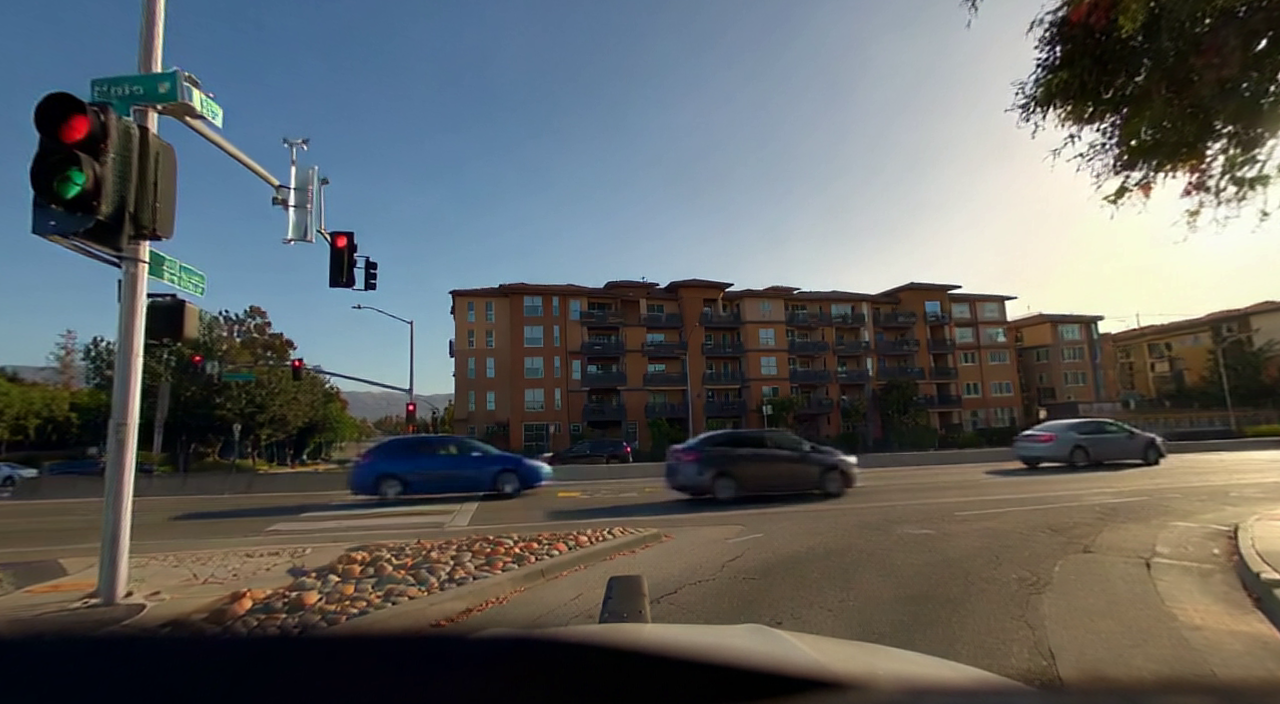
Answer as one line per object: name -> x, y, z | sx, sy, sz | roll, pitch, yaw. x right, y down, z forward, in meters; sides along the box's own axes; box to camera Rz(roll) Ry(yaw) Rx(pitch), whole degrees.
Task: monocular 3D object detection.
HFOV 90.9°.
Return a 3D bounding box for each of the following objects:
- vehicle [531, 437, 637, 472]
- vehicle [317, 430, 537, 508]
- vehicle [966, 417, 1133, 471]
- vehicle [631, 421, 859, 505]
vehicle -> -2.462, 4.466, 27.588 | 4.289, 1.415, 1.774 | 2, -9, -17
vehicle -> -4.997, 2.770, 15.344 | 4.711, 1.688, 1.915 | 2, -9, -16
vehicle -> 13.708, 3.082, 21.162 | 4.719, 1.671, 1.985 | 2, -9, -16
vehicle -> 2.270, 2.417, 14.083 | 4.581, 1.650, 1.958 | 2, -9, -16
